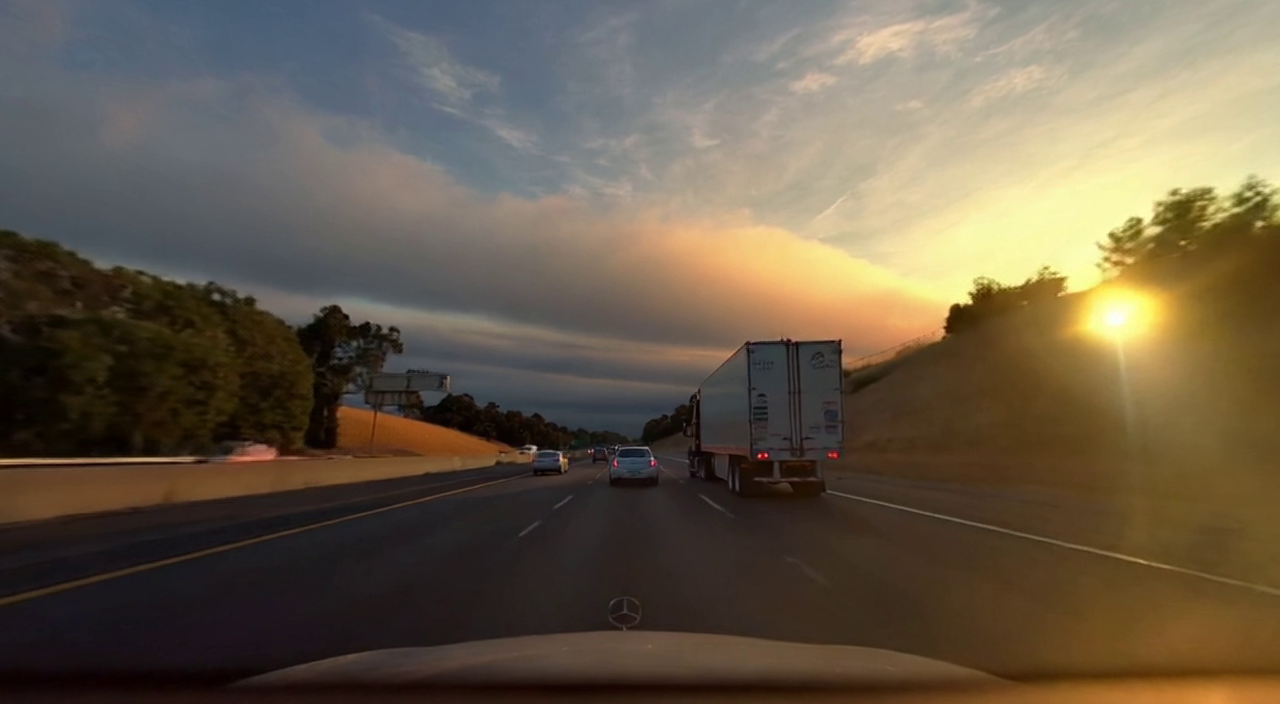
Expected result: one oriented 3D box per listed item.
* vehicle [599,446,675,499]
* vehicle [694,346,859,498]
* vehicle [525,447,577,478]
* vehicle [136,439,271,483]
[{"bbox_3d":[-0.099,3.553,18.949,2.023,1.400,4.028,0,-9,-1],"label":"vehicle"},{"bbox_3d":[4.285,2.975,24.223,2.905,4.109,14.332,0,-9,-1],"label":"vehicle"},{"bbox_3d":[-4.484,5.611,32.364,2.017,1.460,4.382,0,-9,0],"label":"vehicle"},{"bbox_3d":[-16.061,4.036,23.526,1.882,1.460,4.404,0,-9,0],"label":"vehicle"}]
